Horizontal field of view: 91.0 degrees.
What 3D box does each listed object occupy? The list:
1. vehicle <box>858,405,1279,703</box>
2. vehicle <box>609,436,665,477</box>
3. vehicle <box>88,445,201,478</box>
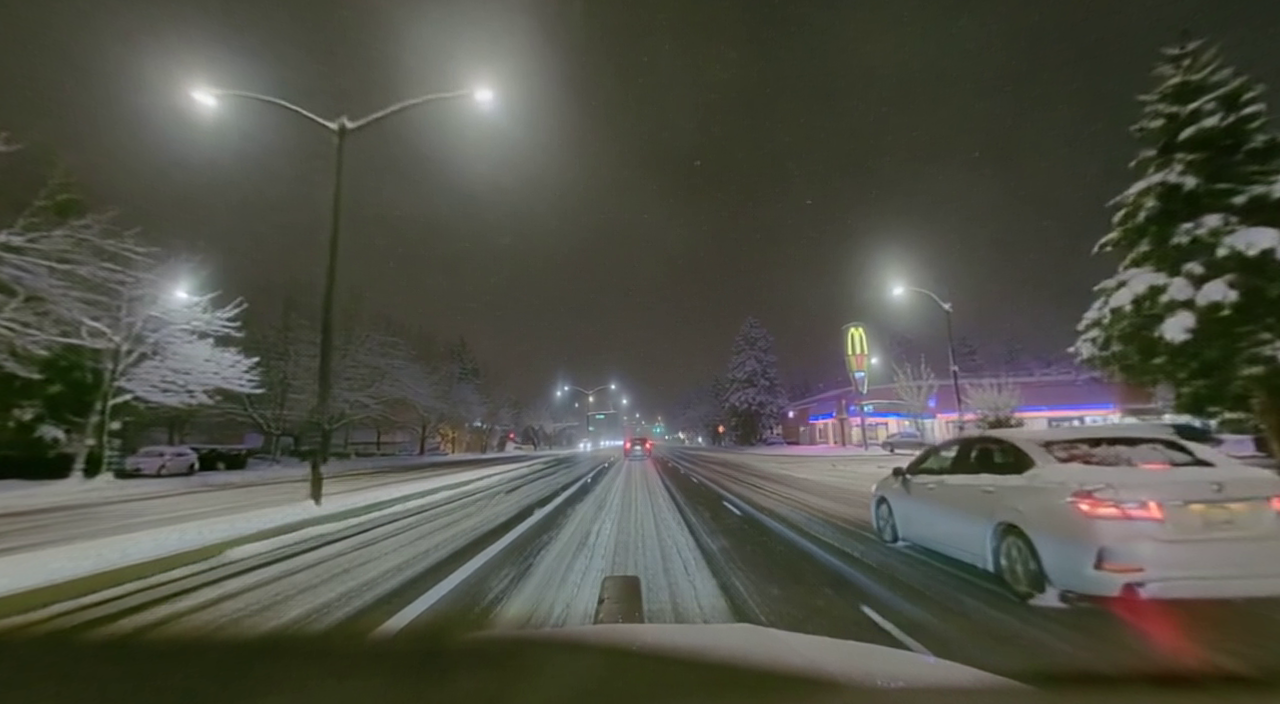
[{"bbox_3d":[3.853,1.345,5.507,2.153,1.456,4.705,0,-8,-1],"label":"vehicle"},{"bbox_3d":[-0.131,3.996,24.236,1.998,1.452,3.773,0,-8,-1],"label":"vehicle"},{"bbox_3d":[-27.235,6.023,34.728,4.519,1.712,1.932,0,-8,-1],"label":"vehicle"}]
